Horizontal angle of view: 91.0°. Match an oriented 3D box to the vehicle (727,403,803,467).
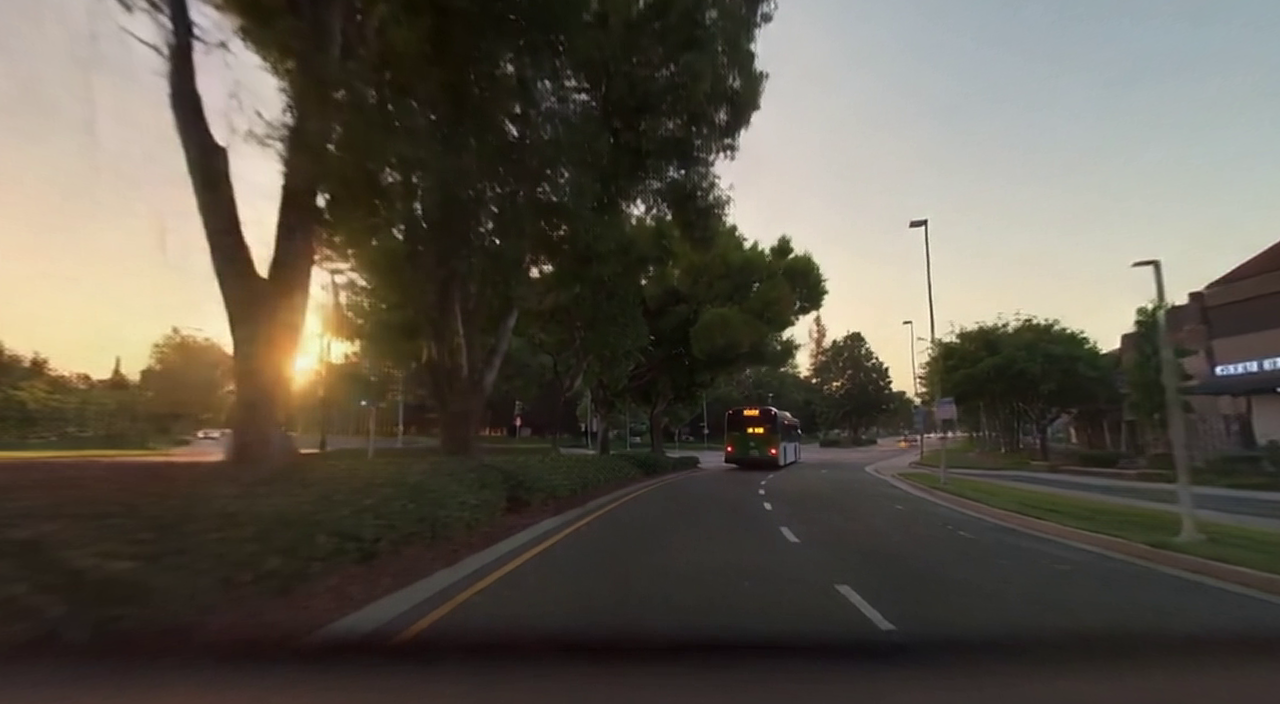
[{"bbox_3d":[8.047,5.288,39.250,3.031,3.429,11.005,-3,-9,19],"label":"vehicle"}]
